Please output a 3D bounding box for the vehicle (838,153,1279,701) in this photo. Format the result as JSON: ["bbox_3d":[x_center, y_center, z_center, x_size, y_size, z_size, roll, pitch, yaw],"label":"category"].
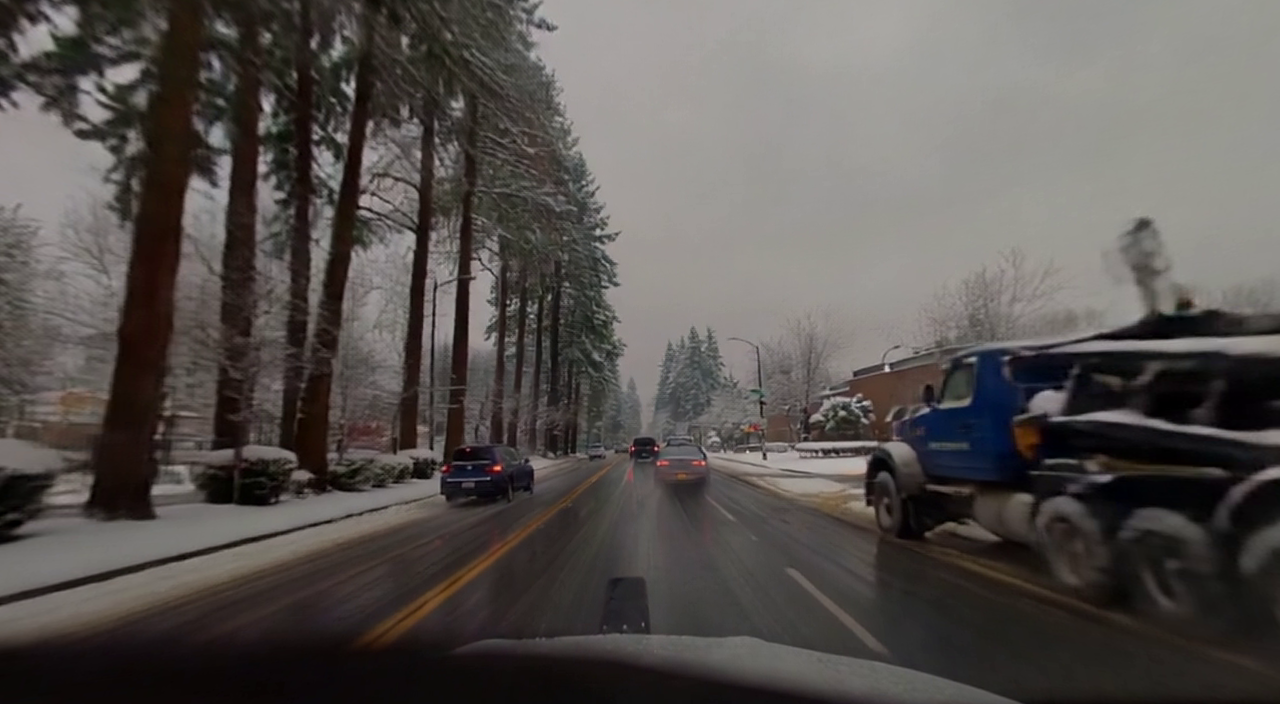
[{"bbox_3d":[5.391,0.980,7.551,3.089,3.258,8.841,0,-8,0],"label":"vehicle"}]

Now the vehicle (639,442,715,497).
[{"bbox_3d":[1.154,3.543,19.377,2.086,1.466,4.026,-1,-9,4],"label":"vehicle"}]

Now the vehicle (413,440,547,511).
[{"bbox_3d":[-3.829,3.043,16.097,2.003,1.507,4.808,0,-9,2],"label":"vehicle"}]

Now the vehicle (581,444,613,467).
[{"bbox_3d":[-3.206,7.892,48.167,2.062,1.641,4.193,0,-9,2],"label":"vehicle"}]
